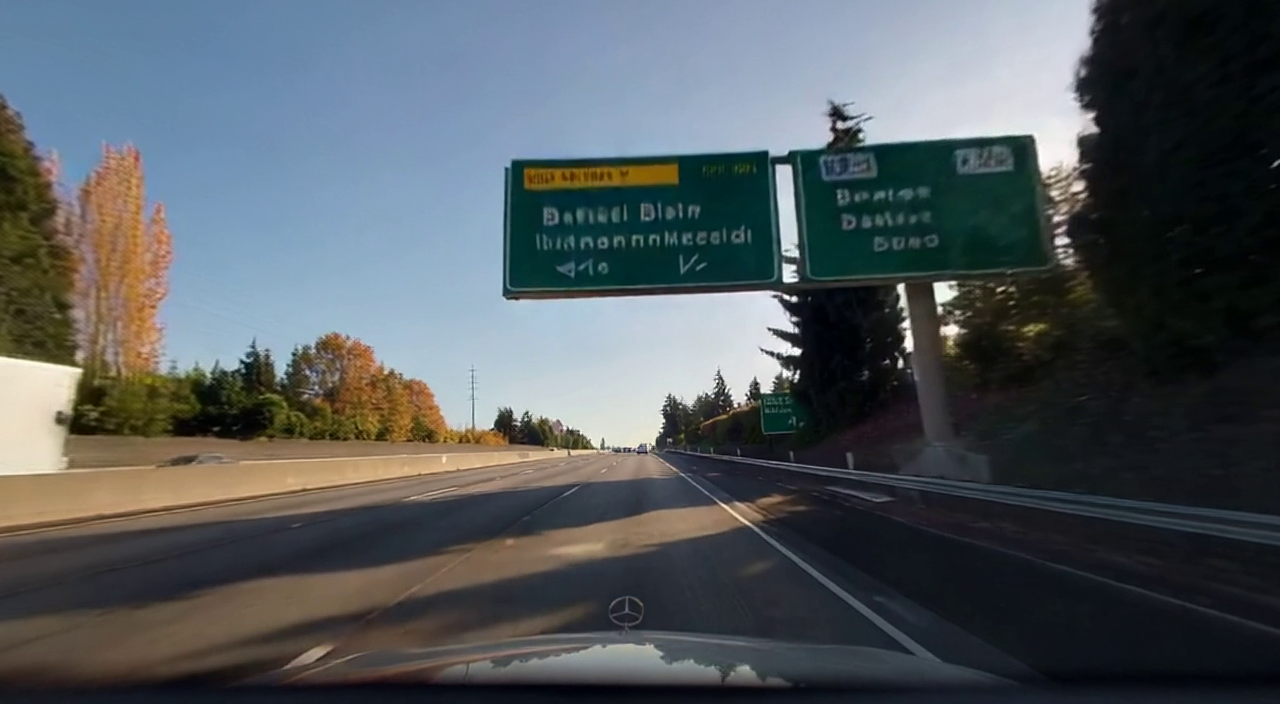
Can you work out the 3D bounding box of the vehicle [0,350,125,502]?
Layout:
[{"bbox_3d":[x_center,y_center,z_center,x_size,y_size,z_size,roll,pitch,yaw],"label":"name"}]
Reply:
[{"bbox_3d":[-17.644,1.122,10.857,2.986,3.793,17.217,0,-8,0],"label":"vehicle"}]
